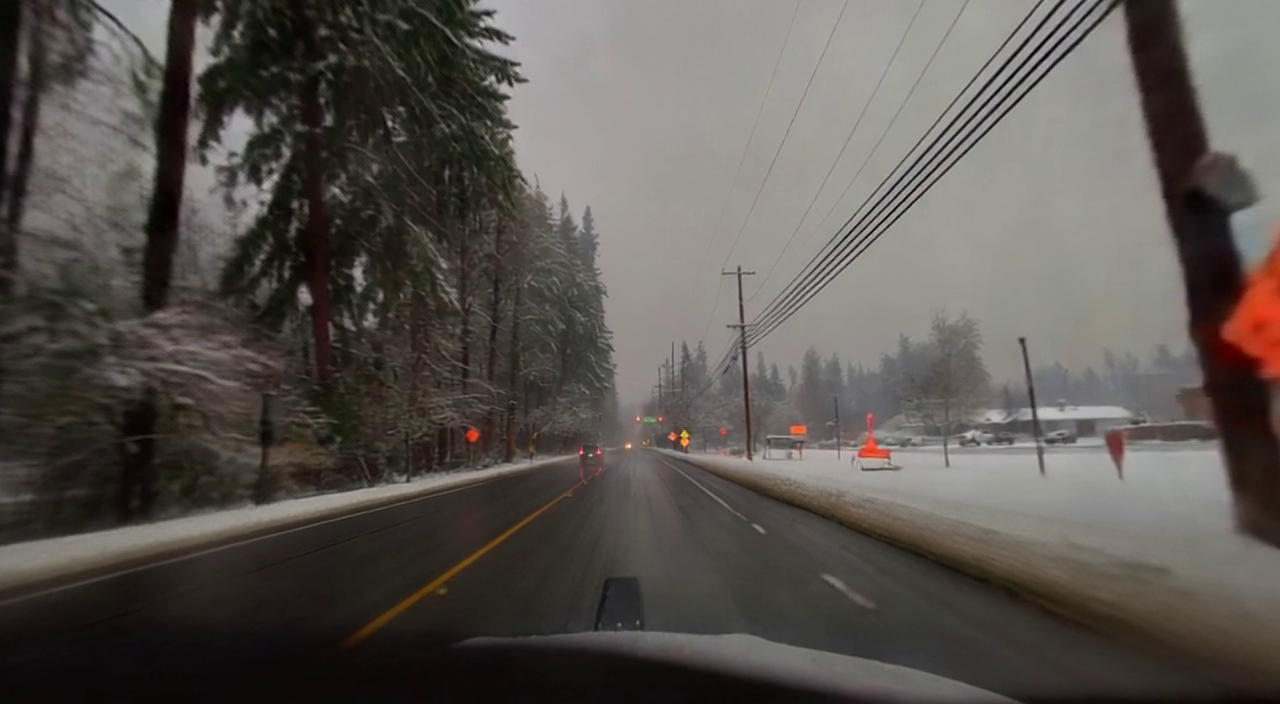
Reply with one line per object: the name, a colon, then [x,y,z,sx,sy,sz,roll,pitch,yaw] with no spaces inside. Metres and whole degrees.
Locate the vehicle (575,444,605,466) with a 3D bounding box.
vehicle: [-3.828,7.971,49.149,1.992,1.608,3.868,0,-9,1]
